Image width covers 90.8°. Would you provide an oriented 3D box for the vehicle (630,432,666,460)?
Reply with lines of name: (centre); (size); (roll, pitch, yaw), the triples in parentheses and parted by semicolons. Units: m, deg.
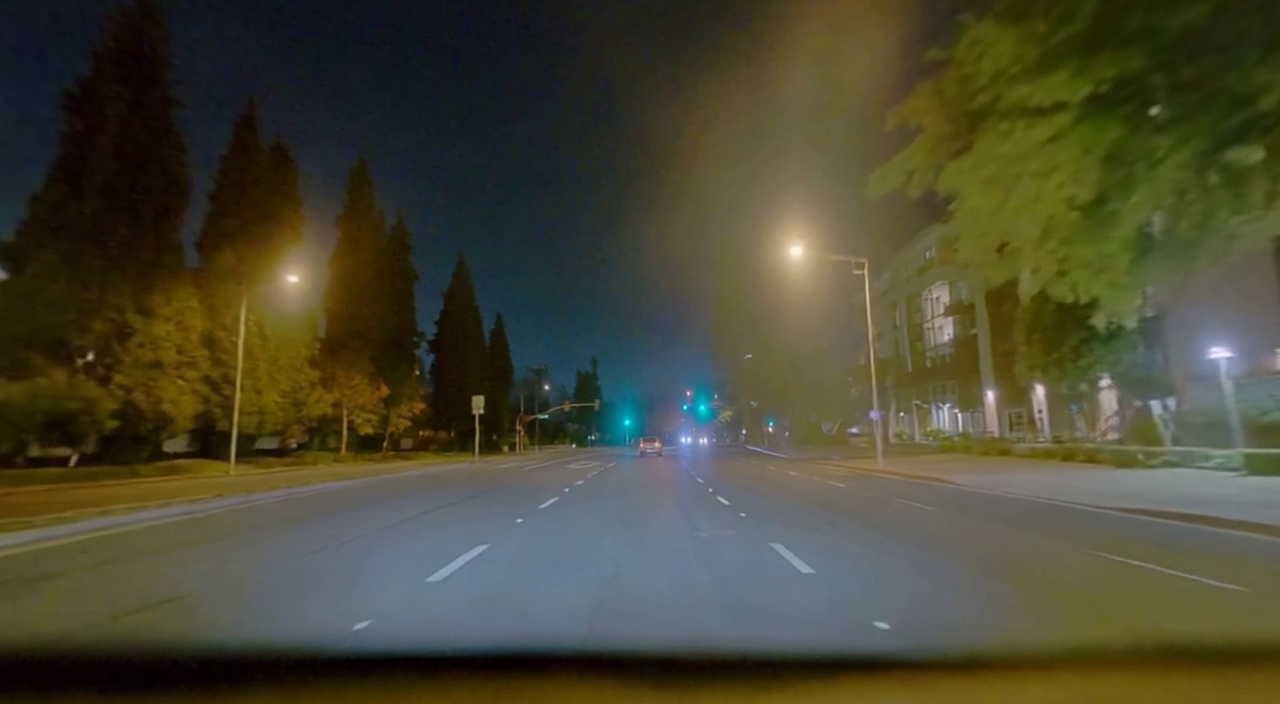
vehicle: (0.560, 5.708, 38.457); (2.037, 1.568, 3.693); (-1, -8, 3)
